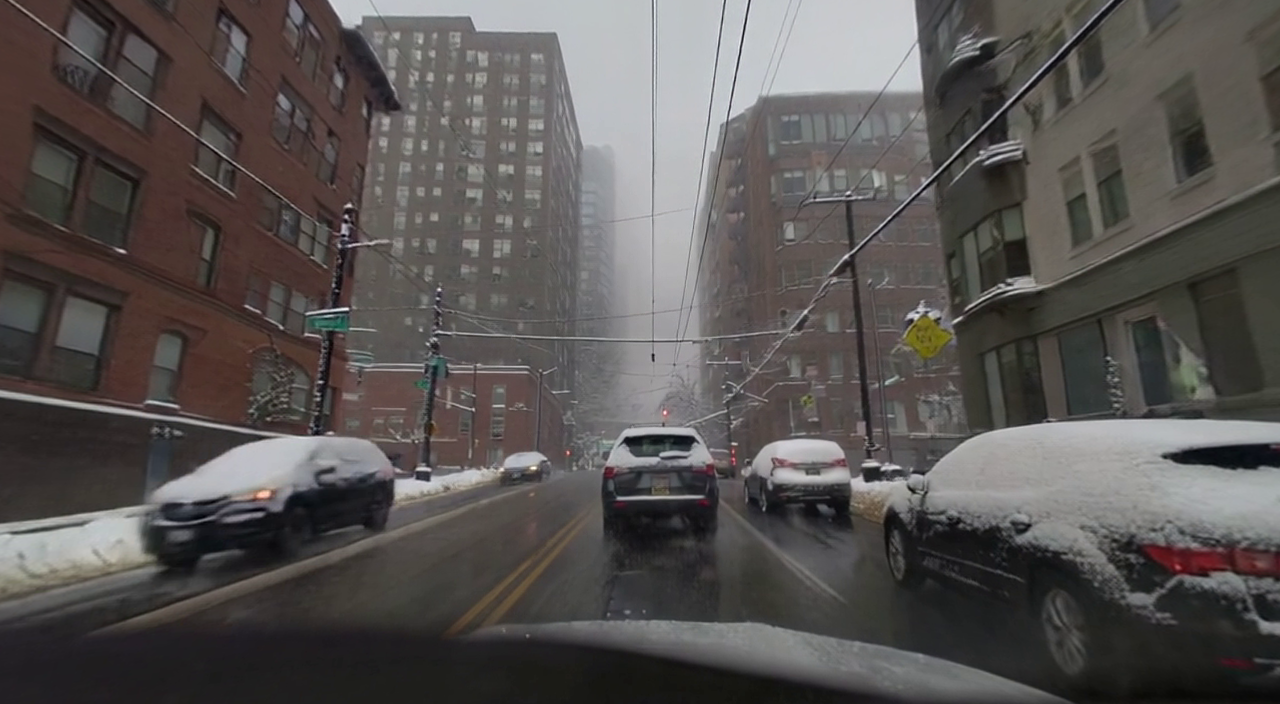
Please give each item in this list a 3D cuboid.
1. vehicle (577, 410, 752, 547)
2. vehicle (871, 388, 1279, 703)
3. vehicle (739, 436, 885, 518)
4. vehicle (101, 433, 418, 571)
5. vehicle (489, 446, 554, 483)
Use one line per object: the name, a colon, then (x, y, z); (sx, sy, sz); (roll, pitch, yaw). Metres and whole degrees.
vehicle: (0.310, 1.917, 10.153); (2.232, 1.736, 4.036); (0, -8, 0)
vehicle: (3.382, 1.226, 4.571); (1.906, 1.578, 4.020); (0, -8, 1)
vehicle: (3.437, 2.578, 13.521); (1.970, 1.452, 4.227); (0, -8, 1)
vehicle: (-5.599, 2.227, 10.270); (2.215, 1.703, 4.614); (0, -8, 1)
vehicle: (-5.374, 5.167, 29.204); (2.014, 1.538, 4.275); (-1, -8, 2)
